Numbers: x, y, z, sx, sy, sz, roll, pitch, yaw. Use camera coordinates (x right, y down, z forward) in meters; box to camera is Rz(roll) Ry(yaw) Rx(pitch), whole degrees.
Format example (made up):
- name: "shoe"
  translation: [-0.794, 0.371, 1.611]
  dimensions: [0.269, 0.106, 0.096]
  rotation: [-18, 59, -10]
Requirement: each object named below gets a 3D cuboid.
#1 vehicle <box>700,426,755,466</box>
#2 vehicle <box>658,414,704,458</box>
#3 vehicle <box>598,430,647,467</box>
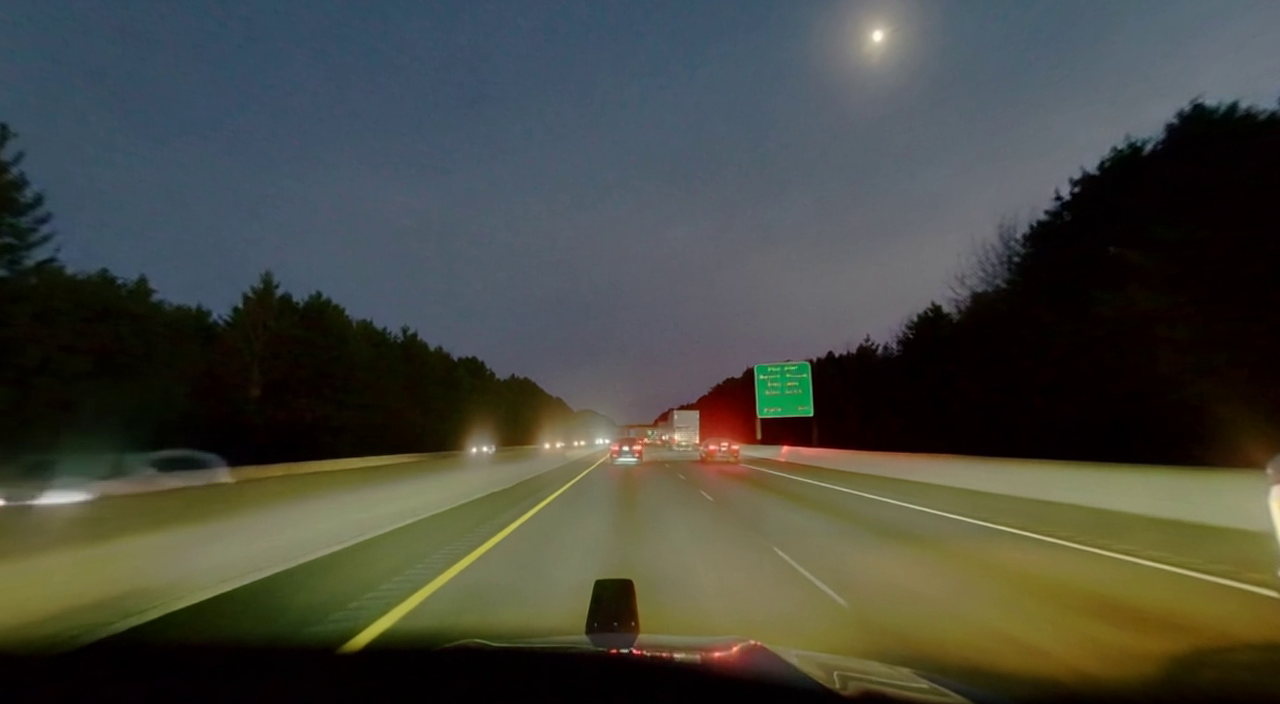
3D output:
- name: "vehicle"
  translation: [4.375, 4.758, 32.169]
  dimensions: [2.073, 1.905, 4.023]
  rotation: [0, -8, -2]
- name: "vehicle"
  translation: [2.944, 6.319, 47.479]
  dimensions: [2.728, 3.053, 7.708]
  rotation: [0, -8, -1]
- name: "vehicle"
  translation: [-0.837, 4.673, 30.819]
  dimensions: [2.206, 1.681, 4.111]
  rotation: [0, -8, -1]
